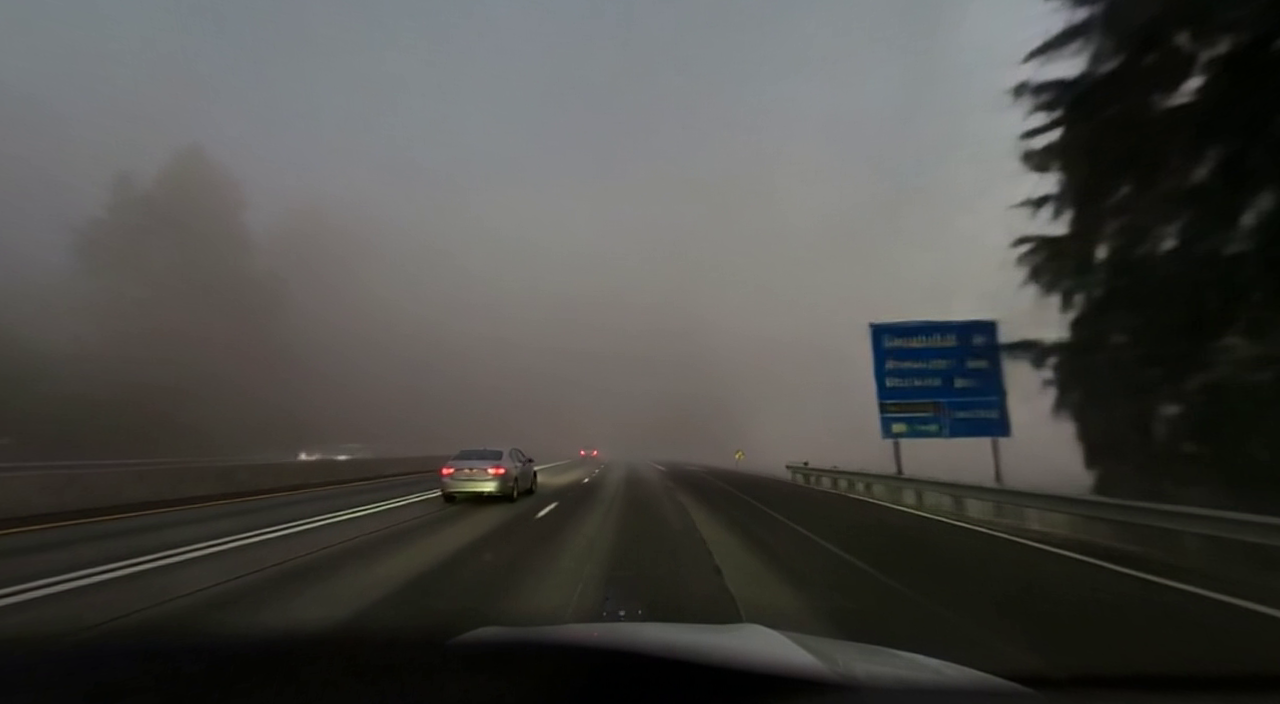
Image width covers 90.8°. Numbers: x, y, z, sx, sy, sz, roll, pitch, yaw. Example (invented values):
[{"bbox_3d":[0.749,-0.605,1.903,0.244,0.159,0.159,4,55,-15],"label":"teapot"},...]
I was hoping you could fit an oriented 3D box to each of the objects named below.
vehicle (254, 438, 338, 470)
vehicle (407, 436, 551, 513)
[{"bbox_3d":[-17.827,5.304,32.934,1.921,1.526,4.441,0,-9,-1],"label":"vehicle"},{"bbox_3d":[-3.679,2.914,15.555,2.184,1.574,5.004,0,-9,0],"label":"vehicle"}]
